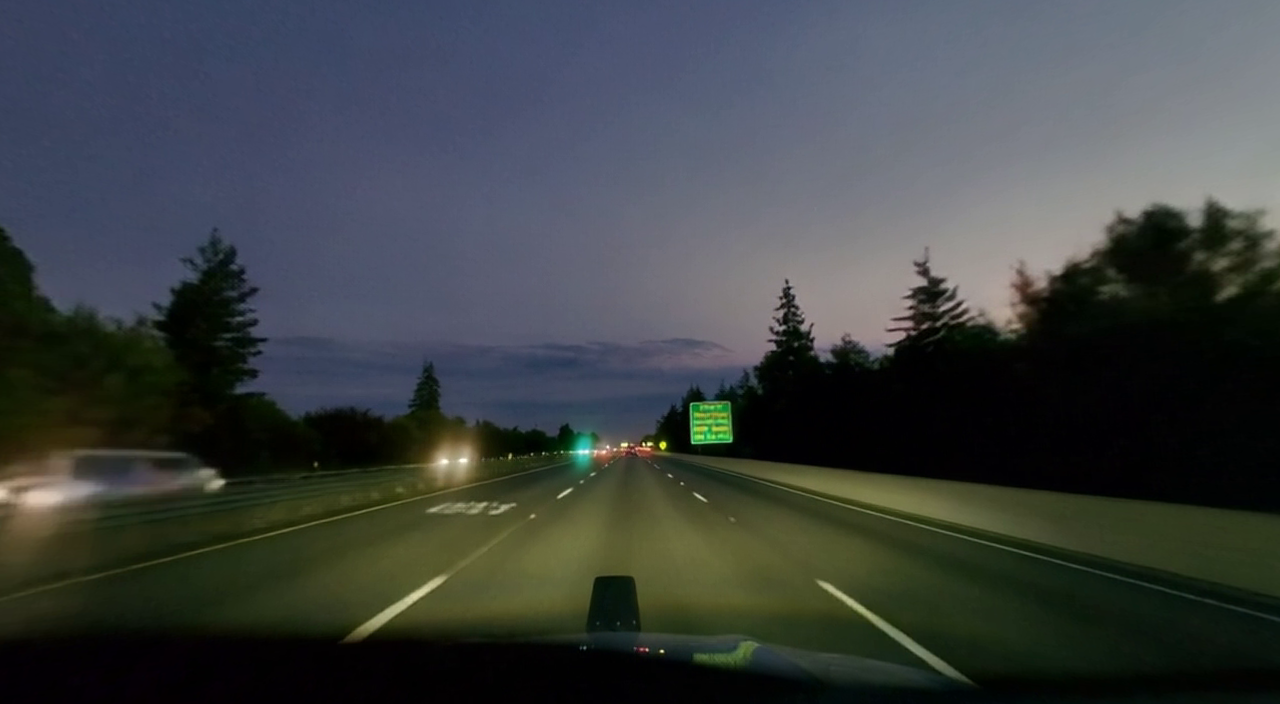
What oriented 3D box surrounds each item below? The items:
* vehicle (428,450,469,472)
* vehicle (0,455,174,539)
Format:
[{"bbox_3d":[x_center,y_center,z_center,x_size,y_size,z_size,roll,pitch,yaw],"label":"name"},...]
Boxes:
[{"bbox_3d":[-14.894,8.470,48.905,1.901,1.609,4.273,0,-9,-1],"label":"vehicle"},{"bbox_3d":[-13.169,3.106,13.985,1.944,1.518,4.723,0,-9,-1],"label":"vehicle"}]
